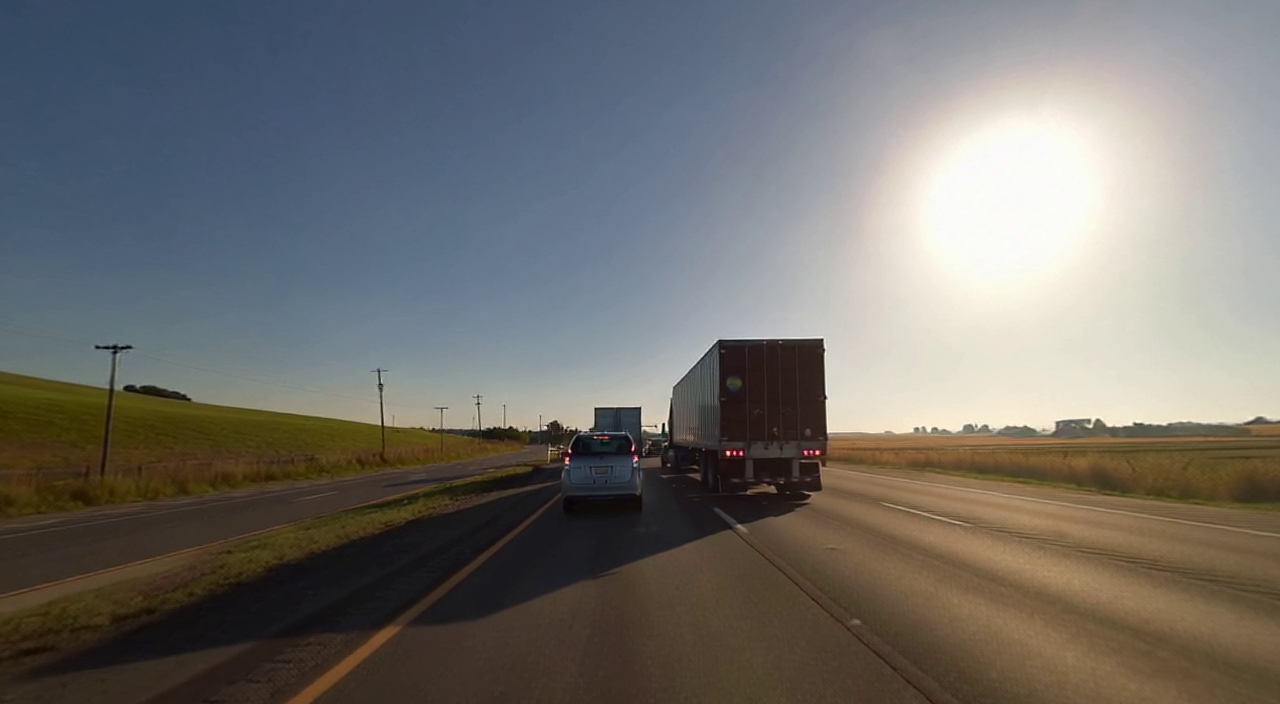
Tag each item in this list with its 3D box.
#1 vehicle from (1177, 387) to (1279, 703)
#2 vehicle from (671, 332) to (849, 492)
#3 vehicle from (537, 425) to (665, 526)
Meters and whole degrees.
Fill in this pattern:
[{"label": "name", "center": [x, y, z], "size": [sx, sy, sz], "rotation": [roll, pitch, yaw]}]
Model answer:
[{"label": "vehicle", "center": [3.555, 0.621, 0.586], "size": [1.960, 1.515, 4.713], "rotation": [0, -8, 0]}, {"label": "vehicle", "center": [3.616, 2.770, 25.228], "size": [3.591, 4.290, 16.696], "rotation": [0, -8, -1]}, {"label": "vehicle", "center": [-0.634, 2.237, 11.942], "size": [2.009, 1.554, 4.013], "rotation": [0, -8, -1]}]
